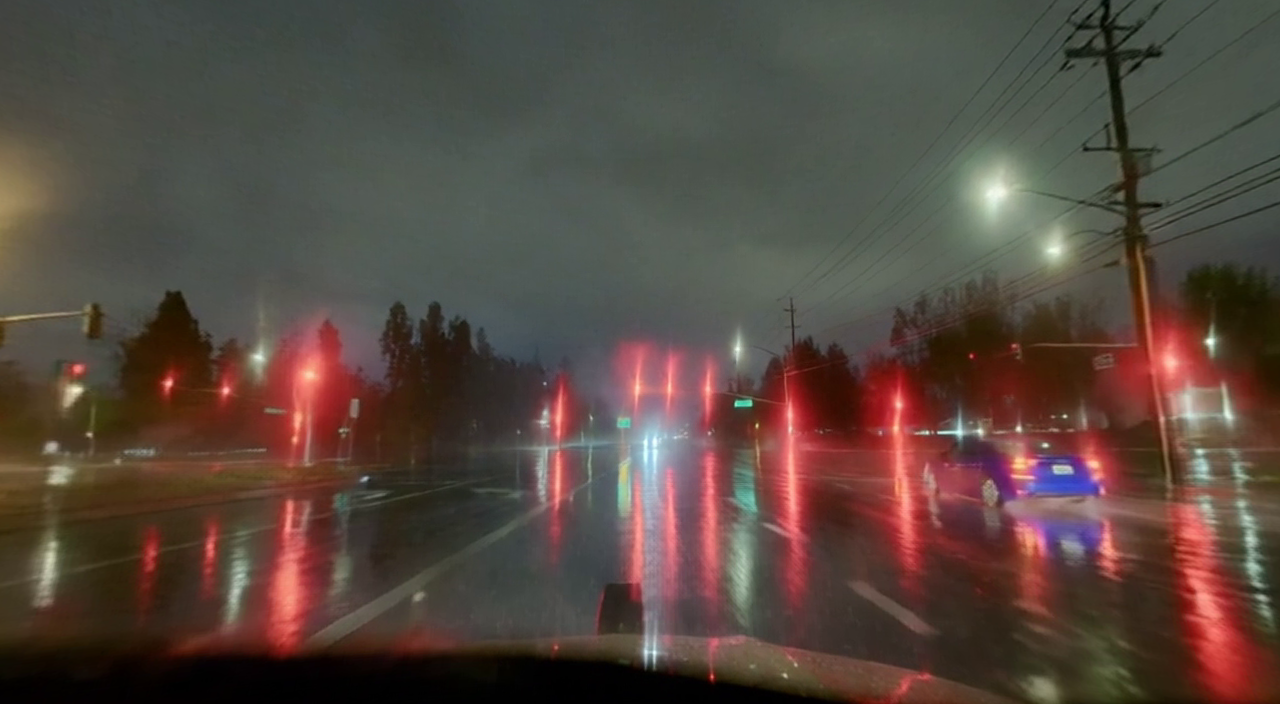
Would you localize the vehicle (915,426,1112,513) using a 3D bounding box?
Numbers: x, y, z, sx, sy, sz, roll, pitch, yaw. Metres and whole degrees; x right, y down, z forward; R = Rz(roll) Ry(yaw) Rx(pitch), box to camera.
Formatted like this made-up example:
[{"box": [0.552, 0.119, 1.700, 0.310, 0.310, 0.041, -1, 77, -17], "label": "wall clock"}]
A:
[{"box": [7.505, 2.381, 13.196, 1.797, 1.544, 3.685, 0, -9, 0], "label": "vehicle"}]
